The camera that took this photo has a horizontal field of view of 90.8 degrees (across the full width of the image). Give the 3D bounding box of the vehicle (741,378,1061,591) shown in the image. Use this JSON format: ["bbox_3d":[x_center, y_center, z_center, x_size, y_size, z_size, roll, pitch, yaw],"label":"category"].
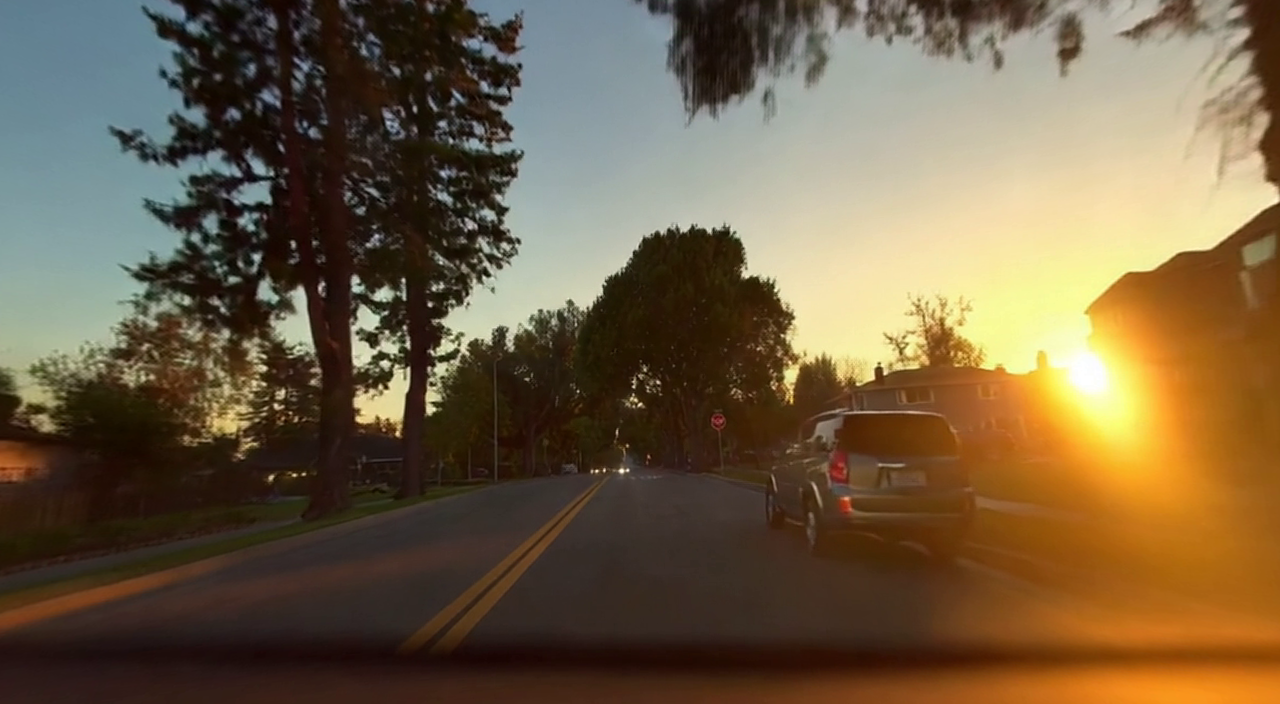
[{"bbox_3d":[2.715,1.538,8.014,2.109,1.875,4.488,-1,-9,0],"label":"vehicle"}]

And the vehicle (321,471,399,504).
[{"bbox_3d":[-18.460,8.929,41.642,4.274,1.626,2.093,-7,-10,10],"label":"vehicle"}]
